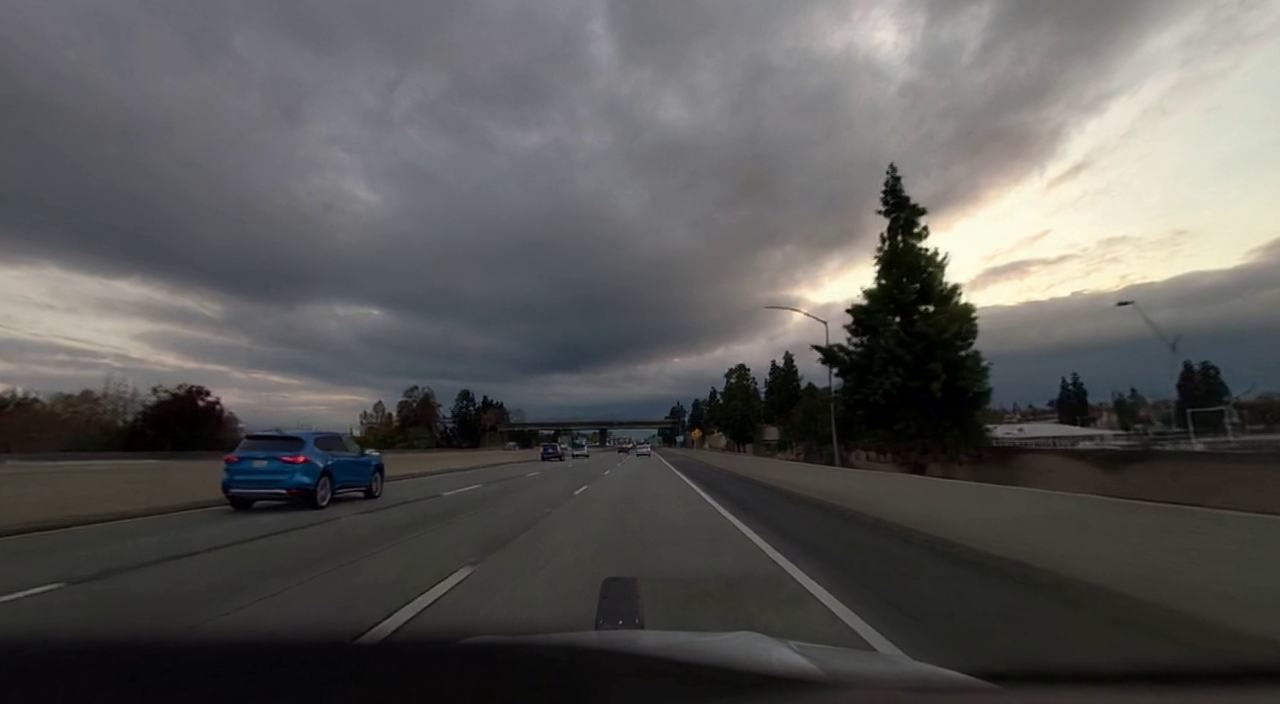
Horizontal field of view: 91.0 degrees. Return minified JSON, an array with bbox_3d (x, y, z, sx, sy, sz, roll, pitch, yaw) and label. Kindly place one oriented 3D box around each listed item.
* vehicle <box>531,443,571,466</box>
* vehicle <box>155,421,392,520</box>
[{"bbox_3d":[-6.393,7.434,45.828,2.008,1.520,4.731,0,-9,2],"label":"vehicle"},{"bbox_3d":[-7.321,2.421,13.370,2.055,1.683,4.804,0,-9,1],"label":"vehicle"}]
